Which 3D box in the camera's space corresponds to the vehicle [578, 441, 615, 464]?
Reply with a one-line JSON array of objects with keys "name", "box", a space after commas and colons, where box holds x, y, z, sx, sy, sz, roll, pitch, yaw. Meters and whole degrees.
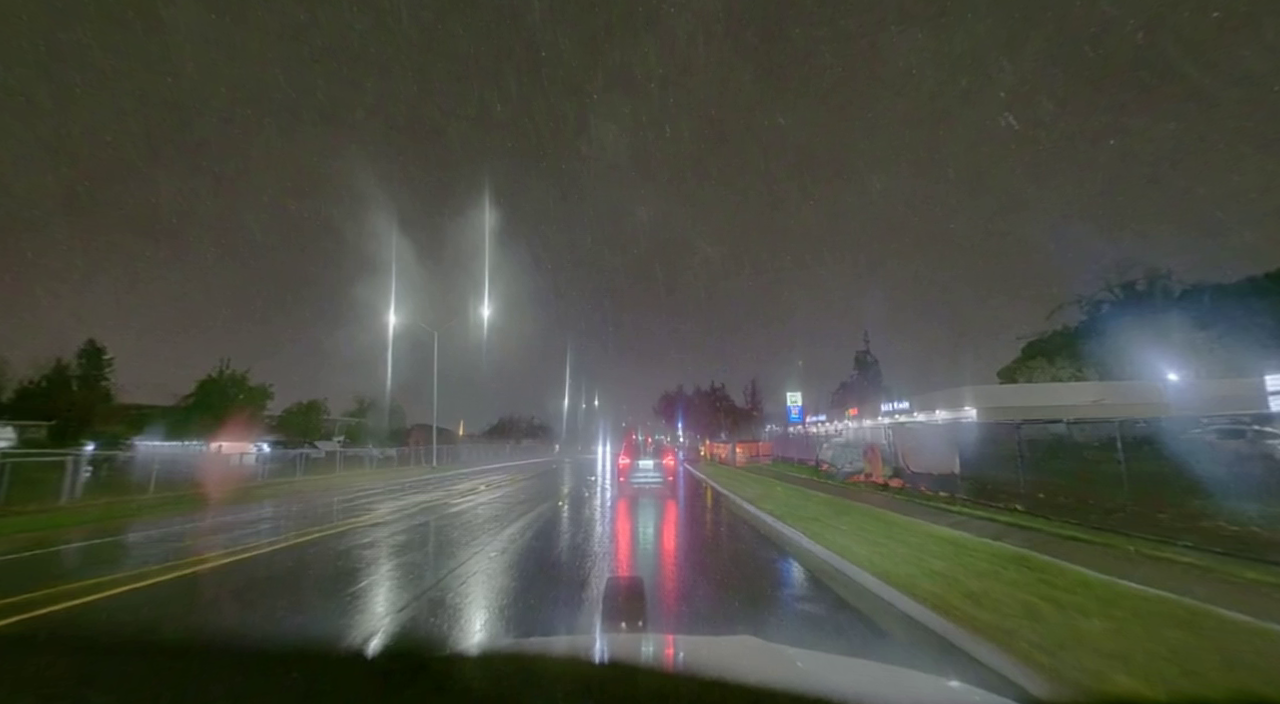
[{"name": "vehicle", "box": [-3.066, 7.182, 45.045, 2.208, 1.520, 4.358, 0, -8, 1]}]

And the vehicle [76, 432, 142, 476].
[{"name": "vehicle", "box": [-32.280, 6.172, 38.222, 1.805, 2.504, 2.723, 1, -8, -11]}]

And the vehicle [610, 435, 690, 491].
[{"name": "vehicle", "box": [0.256, 3.325, 19.117, 2.144, 1.514, 4.063, 0, -8, 0]}]
